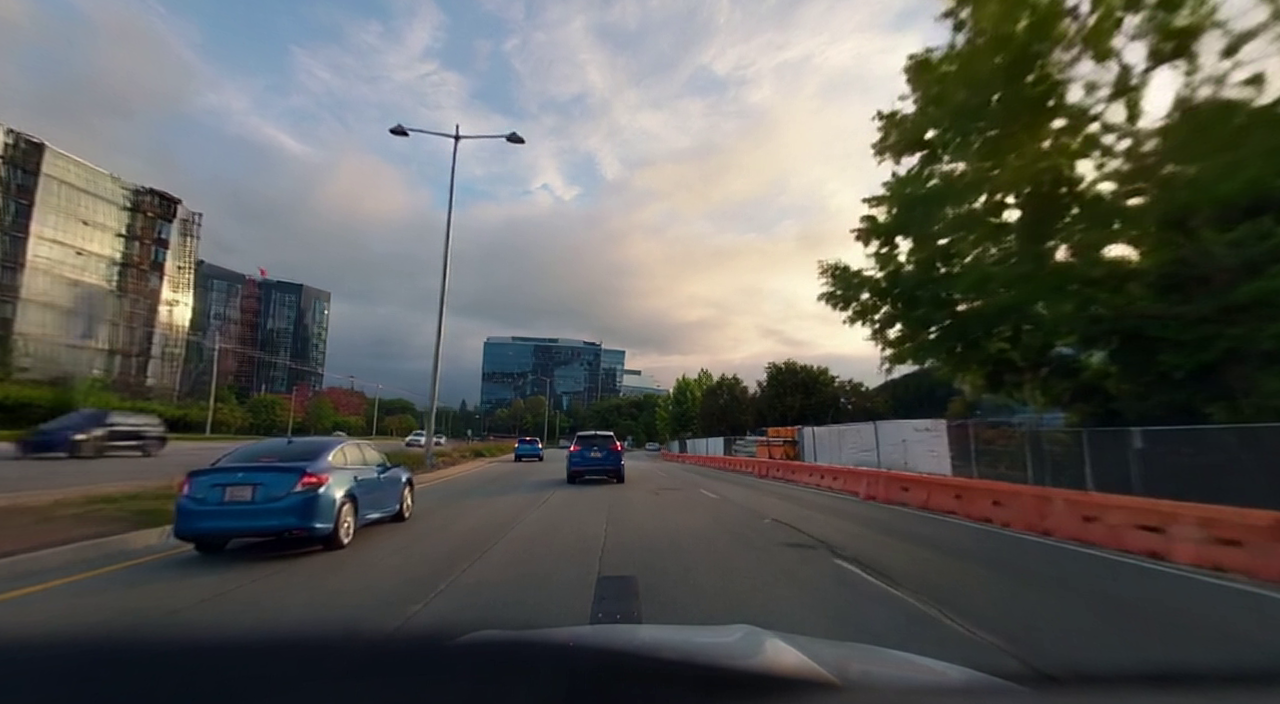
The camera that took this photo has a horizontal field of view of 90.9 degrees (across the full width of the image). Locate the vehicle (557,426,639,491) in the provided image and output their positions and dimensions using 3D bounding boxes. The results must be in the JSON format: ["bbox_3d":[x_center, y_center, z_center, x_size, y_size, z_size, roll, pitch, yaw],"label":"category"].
[{"bbox_3d":[-1.061,2.753,16.653,1.913,1.499,3.581,0,-8,-2],"label":"vehicle"}]

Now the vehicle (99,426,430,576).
[{"bbox_3d":[-4.250,1.686,8.056,1.848,1.406,4.013,0,-8,-2],"label":"vehicle"}]

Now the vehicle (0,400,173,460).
[{"bbox_3d":[-18.969,2.734,21.782,1.974,1.822,4.999,0,-8,-4],"label":"vehicle"}]

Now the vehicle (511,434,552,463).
[{"bbox_3d":[-5.980,5.337,35.019,1.888,1.486,4.310,1,-8,-5],"label":"vehicle"}]
